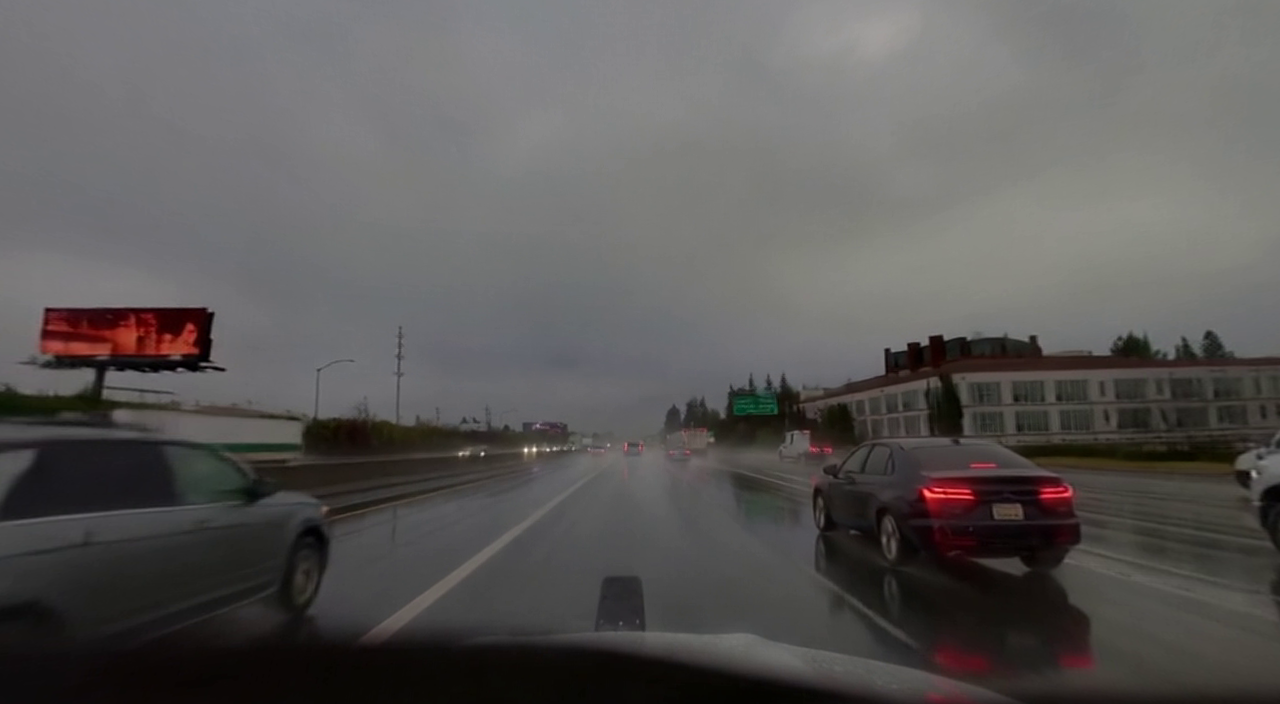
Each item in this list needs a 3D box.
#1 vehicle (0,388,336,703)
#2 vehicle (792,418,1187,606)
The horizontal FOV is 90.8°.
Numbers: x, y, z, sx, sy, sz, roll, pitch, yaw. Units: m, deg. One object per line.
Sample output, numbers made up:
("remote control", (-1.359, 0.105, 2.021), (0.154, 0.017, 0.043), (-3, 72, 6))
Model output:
("vehicle", (-3.360, 0.964, 2.747), (1.879, 1.526, 4.483), (0, -9, -1))
("vehicle", (3.396, 1.641, 7.442), (1.987, 1.509, 4.512), (0, -9, -1))
